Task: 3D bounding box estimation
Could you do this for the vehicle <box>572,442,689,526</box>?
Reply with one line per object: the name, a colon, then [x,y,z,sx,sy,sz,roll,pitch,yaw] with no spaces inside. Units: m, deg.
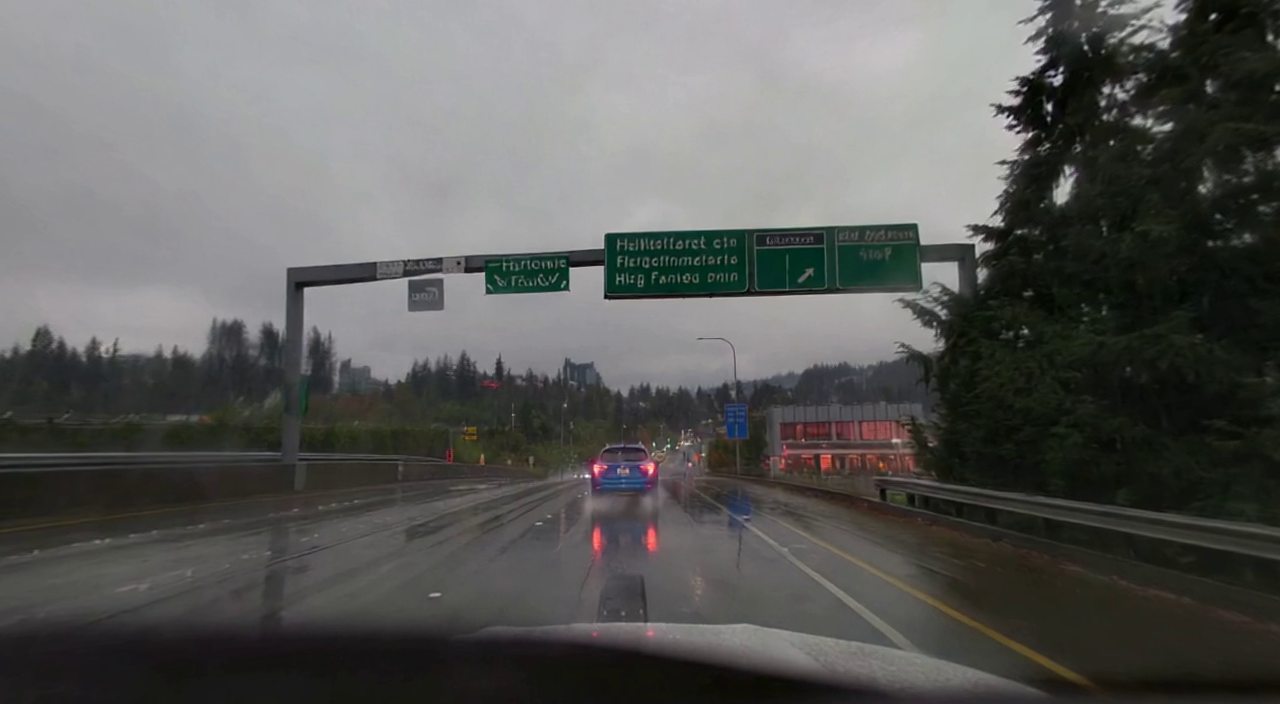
vehicle: [-0.176,2.640,13.137,2.063,1.442,3.933,0,-9,0]
